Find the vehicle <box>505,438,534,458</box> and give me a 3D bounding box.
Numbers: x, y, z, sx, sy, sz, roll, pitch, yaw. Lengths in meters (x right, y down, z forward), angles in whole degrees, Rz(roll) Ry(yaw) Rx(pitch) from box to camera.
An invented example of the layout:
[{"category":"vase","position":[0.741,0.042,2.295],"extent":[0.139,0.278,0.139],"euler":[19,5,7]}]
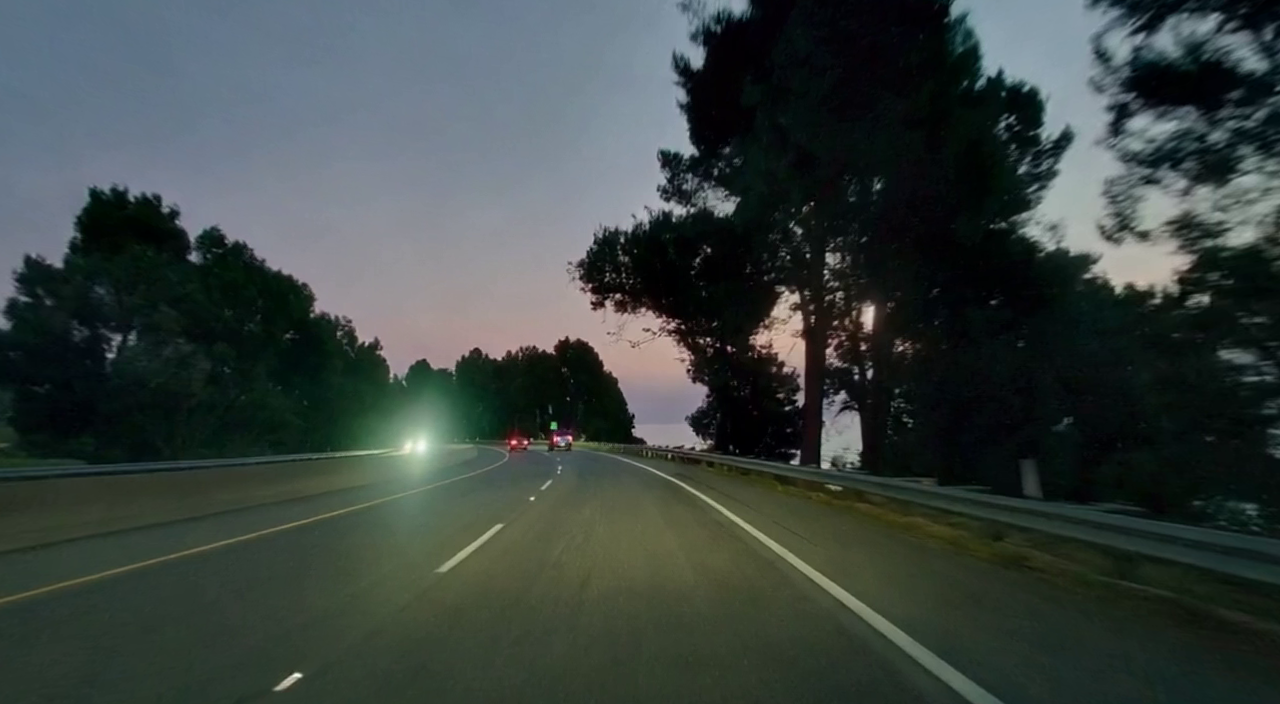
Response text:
[{"category":"vehicle","position":[-9.360,7.412,48.763],"extent":[2.065,1.466,4.281],"euler":[2,-9,-13]}]
